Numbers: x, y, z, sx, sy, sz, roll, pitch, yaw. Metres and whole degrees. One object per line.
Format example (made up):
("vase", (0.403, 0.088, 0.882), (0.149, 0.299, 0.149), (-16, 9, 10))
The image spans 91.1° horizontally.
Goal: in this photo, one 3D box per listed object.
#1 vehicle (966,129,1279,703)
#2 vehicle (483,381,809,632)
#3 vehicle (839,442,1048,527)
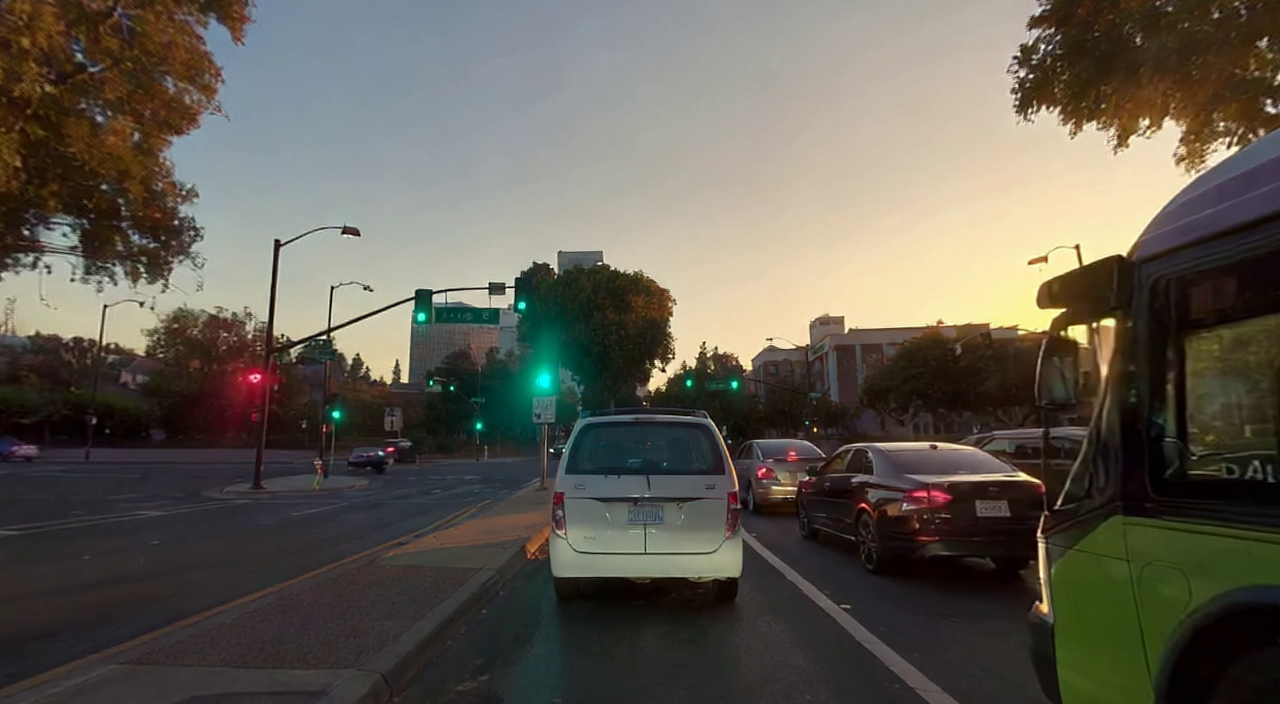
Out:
("vehicle", (2.616, 0.317, 0.422), (2.037, 2.065, 5.037), (0, -8, 0))
("vehicle", (0.021, 1.475, 7.005), (2.381, 1.842, 4.603), (0, -8, -1))
("vehicle", (5.995, 2.639, 13.216), (1.987, 1.457, 4.675), (0, -8, -1))
